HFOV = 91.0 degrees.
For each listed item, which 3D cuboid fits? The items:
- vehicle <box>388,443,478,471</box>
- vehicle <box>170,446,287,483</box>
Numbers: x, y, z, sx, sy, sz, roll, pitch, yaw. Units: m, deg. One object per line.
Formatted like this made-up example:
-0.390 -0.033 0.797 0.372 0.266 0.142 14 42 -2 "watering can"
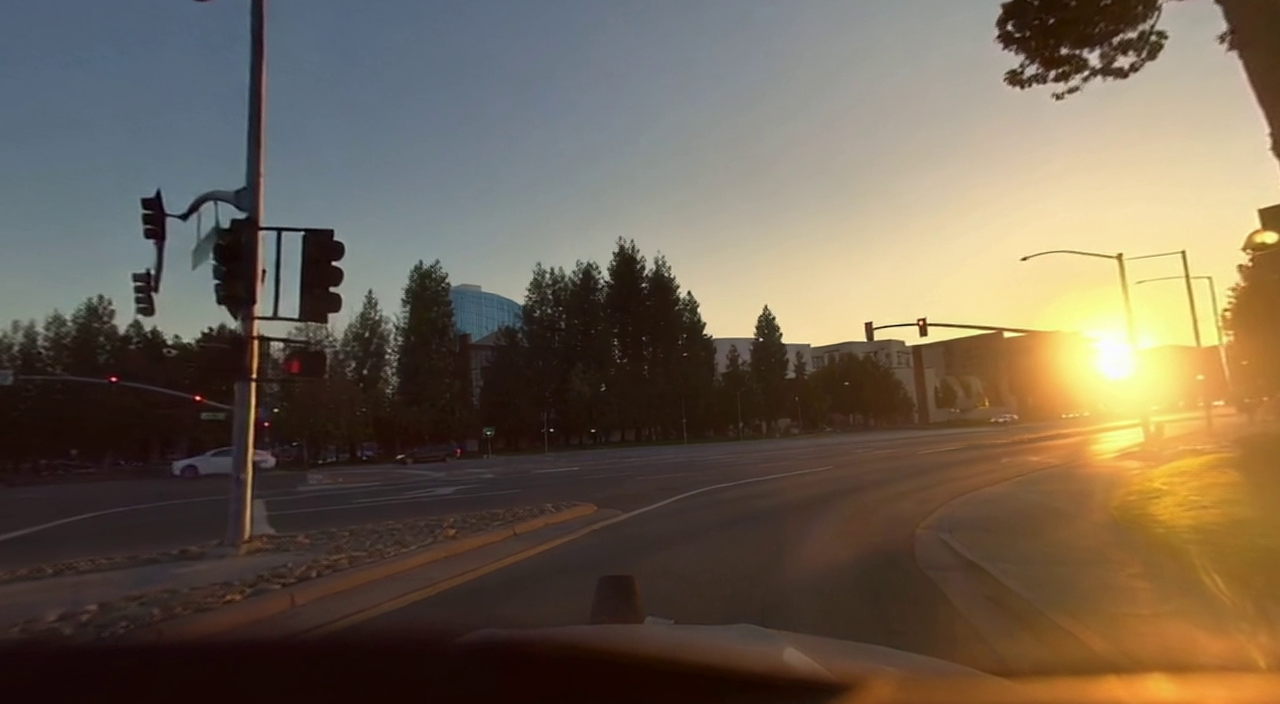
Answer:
-11.864 5.996 36.200 4.527 1.444 1.811 8 -11 -42 "vehicle"
-21.699 5.875 33.340 4.782 1.776 2.118 7 -11 -42 "vehicle"
